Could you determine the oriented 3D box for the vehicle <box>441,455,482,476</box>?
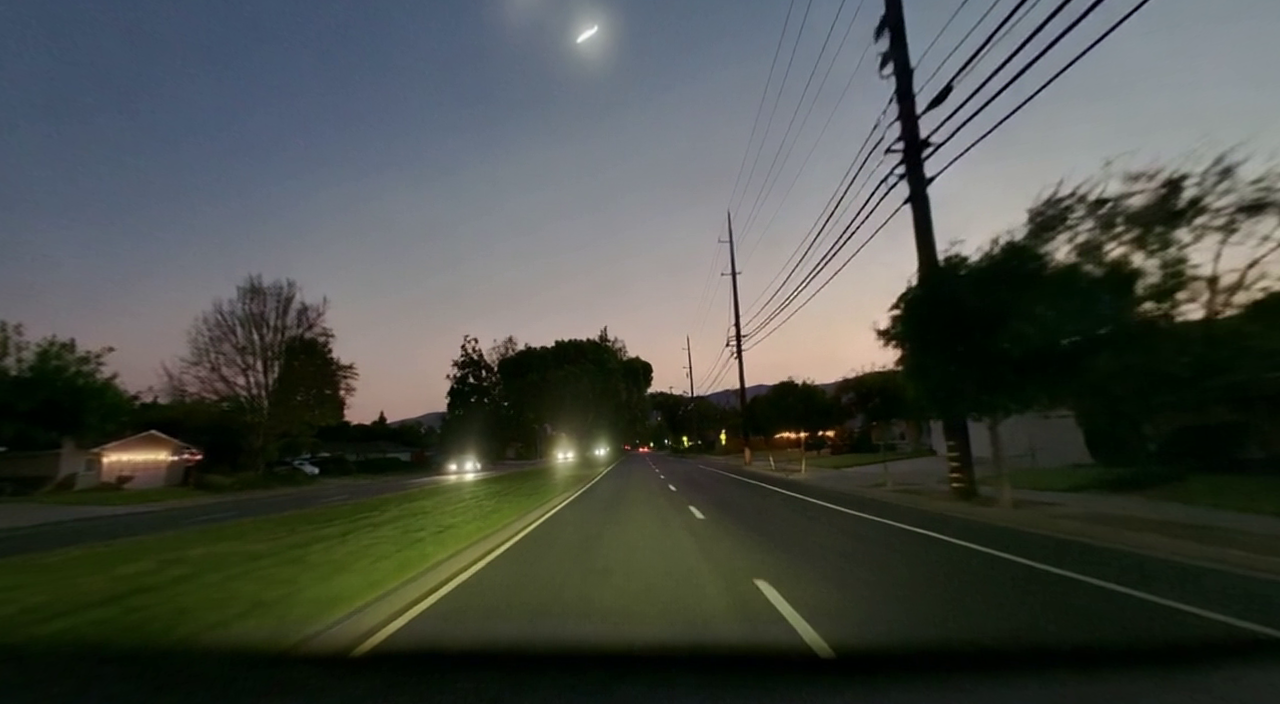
[{"bbox_3d":[-13.642,8.666,48.535,1.897,1.451,4.298,0,-9,0],"label":"vehicle"}]
